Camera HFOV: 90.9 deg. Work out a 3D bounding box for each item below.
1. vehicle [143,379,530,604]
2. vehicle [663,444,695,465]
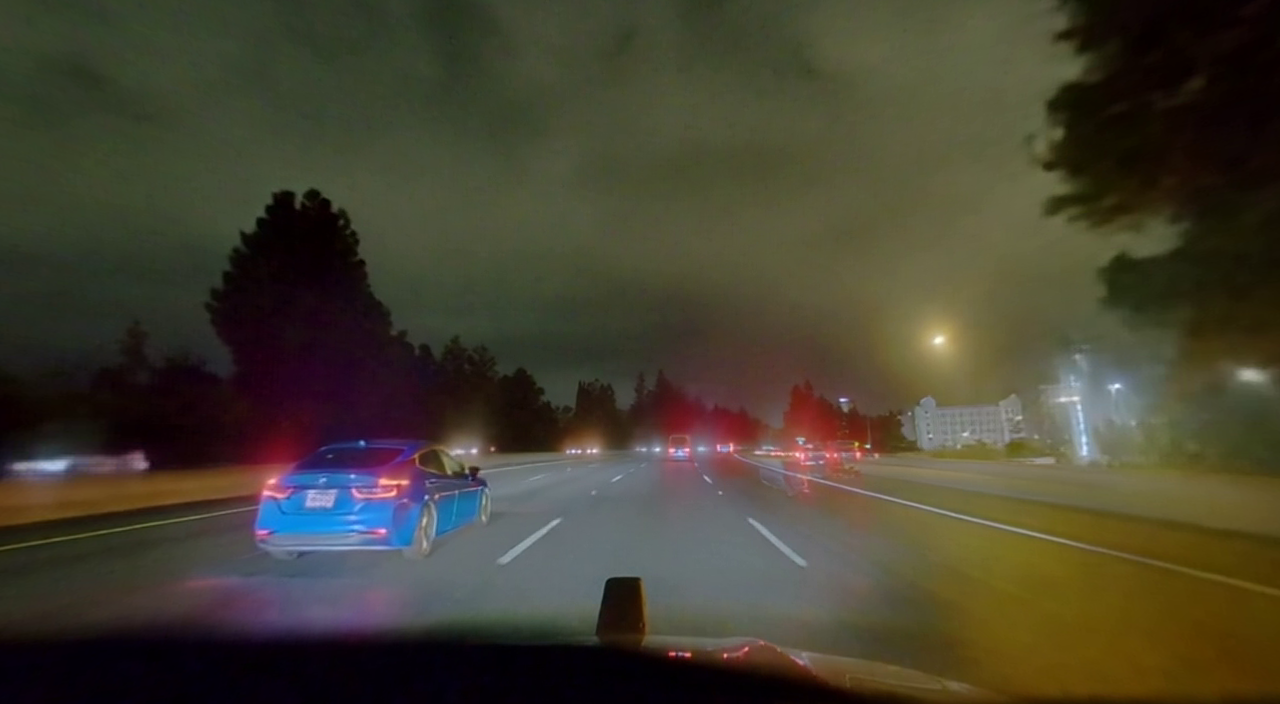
[{"bbox_3d":[-2.913,1.498,7.656,2.185,1.823,4.854,0,-9,1],"label":"vehicle"},{"bbox_3d":[2.739,7.256,44.773,2.158,1.458,3.656,0,-9,3],"label":"vehicle"}]
